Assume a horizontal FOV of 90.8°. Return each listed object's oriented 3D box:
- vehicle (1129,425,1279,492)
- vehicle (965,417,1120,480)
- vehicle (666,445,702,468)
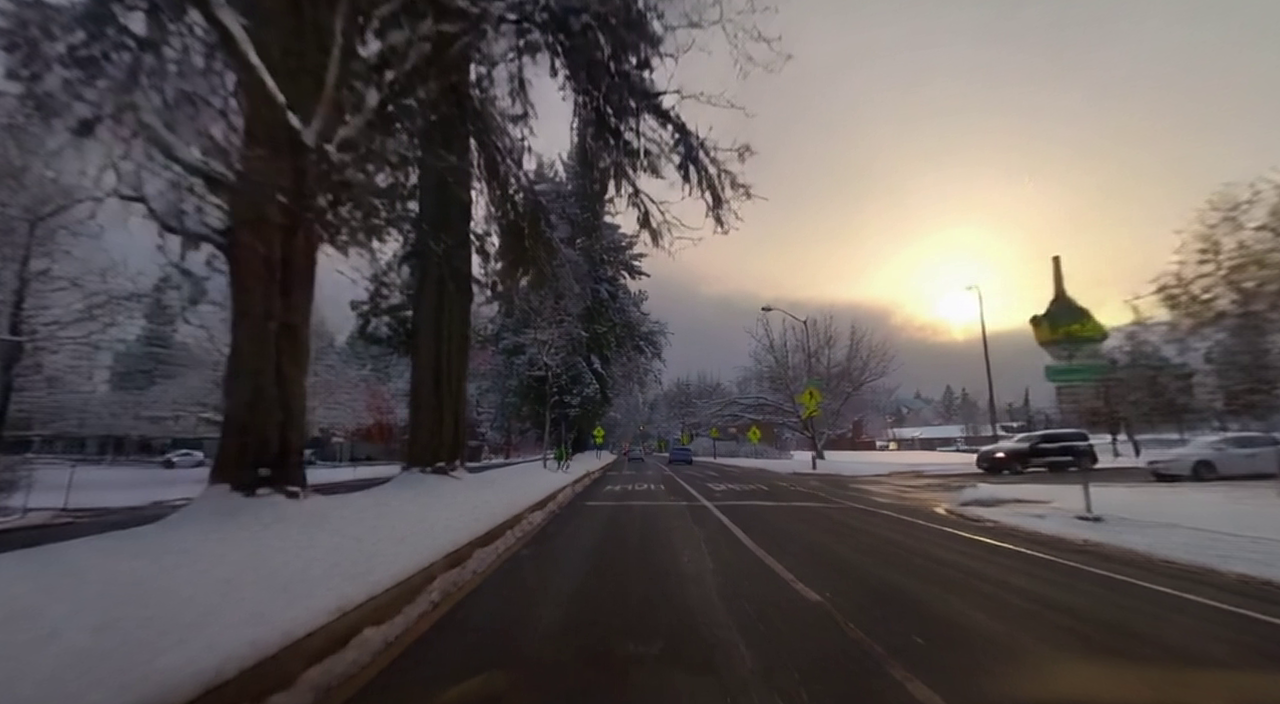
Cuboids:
[{"bbox_3d":[18.940,3.340,20.115,4.636,1.860,2.347,-2,-8,1],"label":"vehicle"},{"bbox_3d":[18.205,4.347,28.792,5.378,2.566,2.402,-1,-7,-2],"label":"vehicle"},{"bbox_3d":[3.030,7.257,44.173,2.142,1.501,4.273,0,-9,-1],"label":"vehicle"}]
